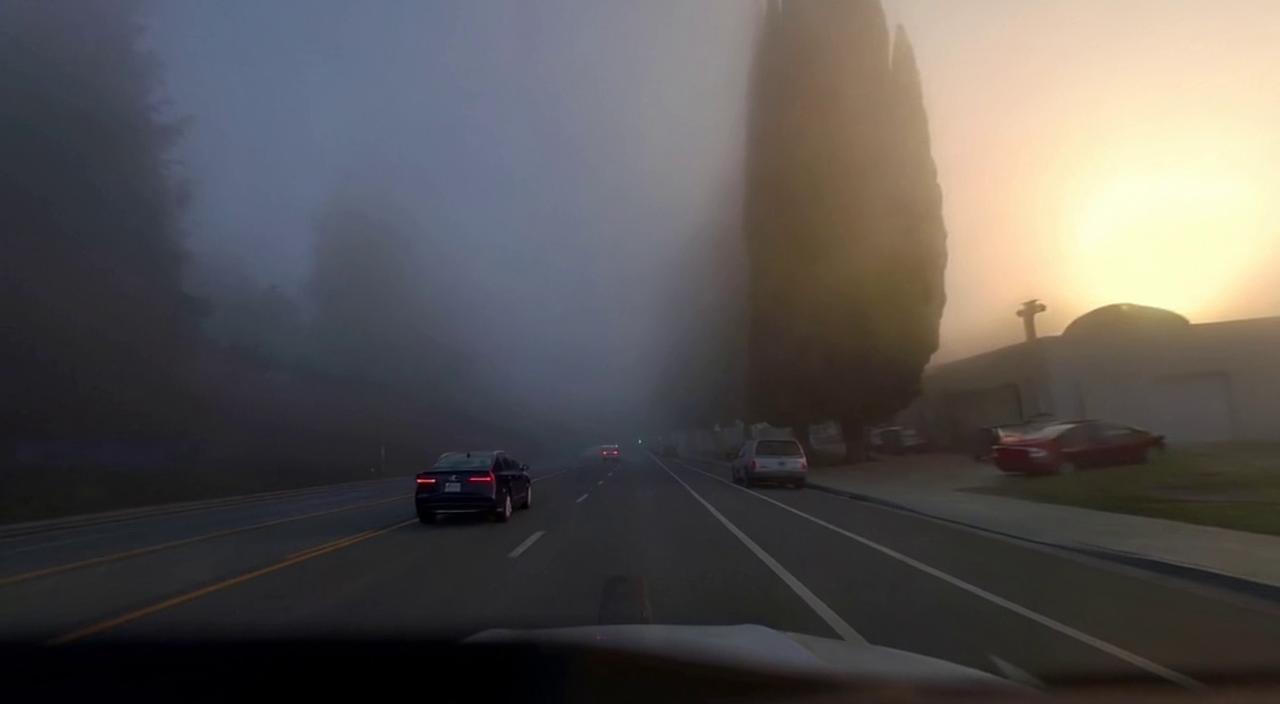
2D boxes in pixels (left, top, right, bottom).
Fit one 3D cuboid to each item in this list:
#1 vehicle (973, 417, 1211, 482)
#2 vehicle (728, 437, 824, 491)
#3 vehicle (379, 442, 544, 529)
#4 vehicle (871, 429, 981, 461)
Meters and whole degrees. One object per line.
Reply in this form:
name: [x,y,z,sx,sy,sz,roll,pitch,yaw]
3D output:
vehicle: [11.778,2.561,16.675,4.766,1.585,2.020,0,-8,-2]
vehicle: [4.435,3.738,21.454,2.107,1.620,4.793,0,-8,-1]
vehicle: [-3.433,2.641,13.131,2.099,1.470,4.302,-1,-8,1]
vehicle: [14.670,4.802,32.510,4.696,1.511,2.004,-1,-8,1]
